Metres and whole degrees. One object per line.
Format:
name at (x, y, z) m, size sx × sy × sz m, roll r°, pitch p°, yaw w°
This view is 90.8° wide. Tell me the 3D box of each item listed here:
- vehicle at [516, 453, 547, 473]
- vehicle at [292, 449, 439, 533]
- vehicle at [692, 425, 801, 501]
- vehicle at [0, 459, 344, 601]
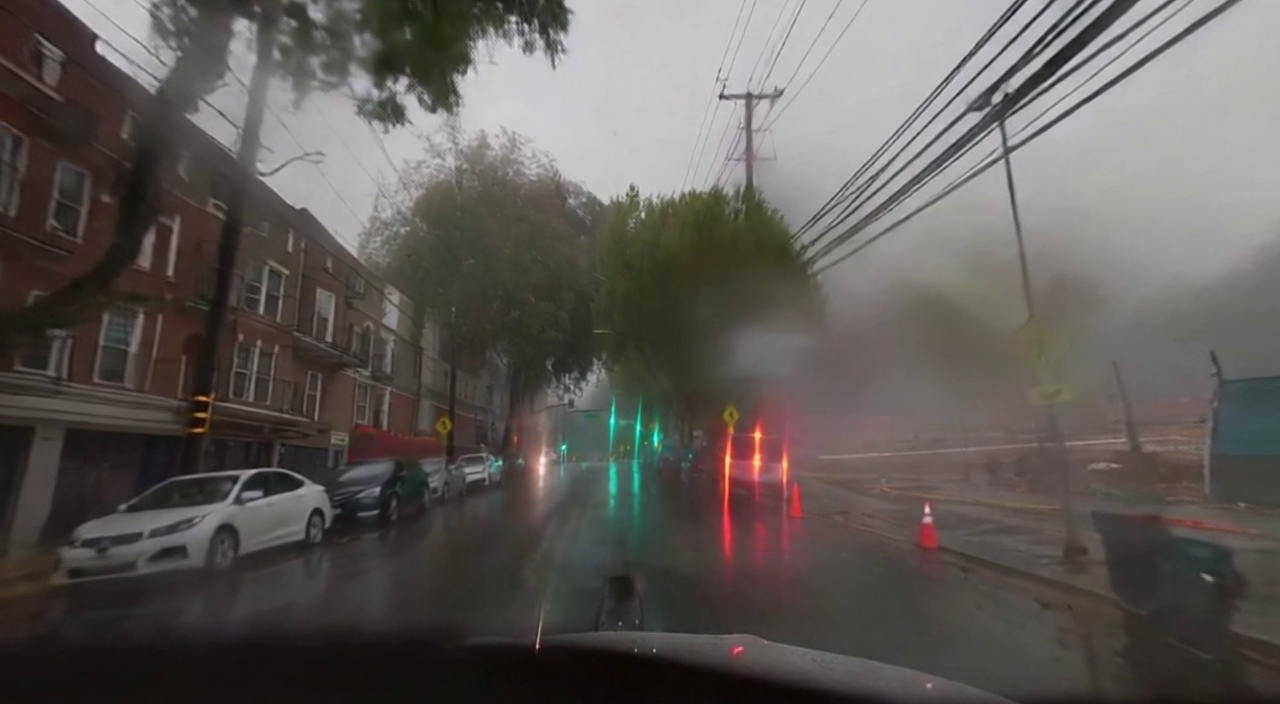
vehicle at (-8.357, 8.573, 48.886) m, size 1.968 × 1.450 × 4.271 m, roll 0°, pitch -9°, yaw -4°
vehicle at (-6.372, 3.210, 15.250) m, size 1.996 × 1.695 × 4.127 m, roll 1°, pitch -9°, yaw -6°
vehicle at (2.861, 3.306, 18.115) m, size 1.994 × 1.857 × 4.393 m, roll 2°, pitch -14°, yaw -5°
vehicle at (-6.169, 2.390, 9.063) m, size 1.967 × 1.483 × 4.347 m, roll 1°, pitch -12°, yaw -4°
